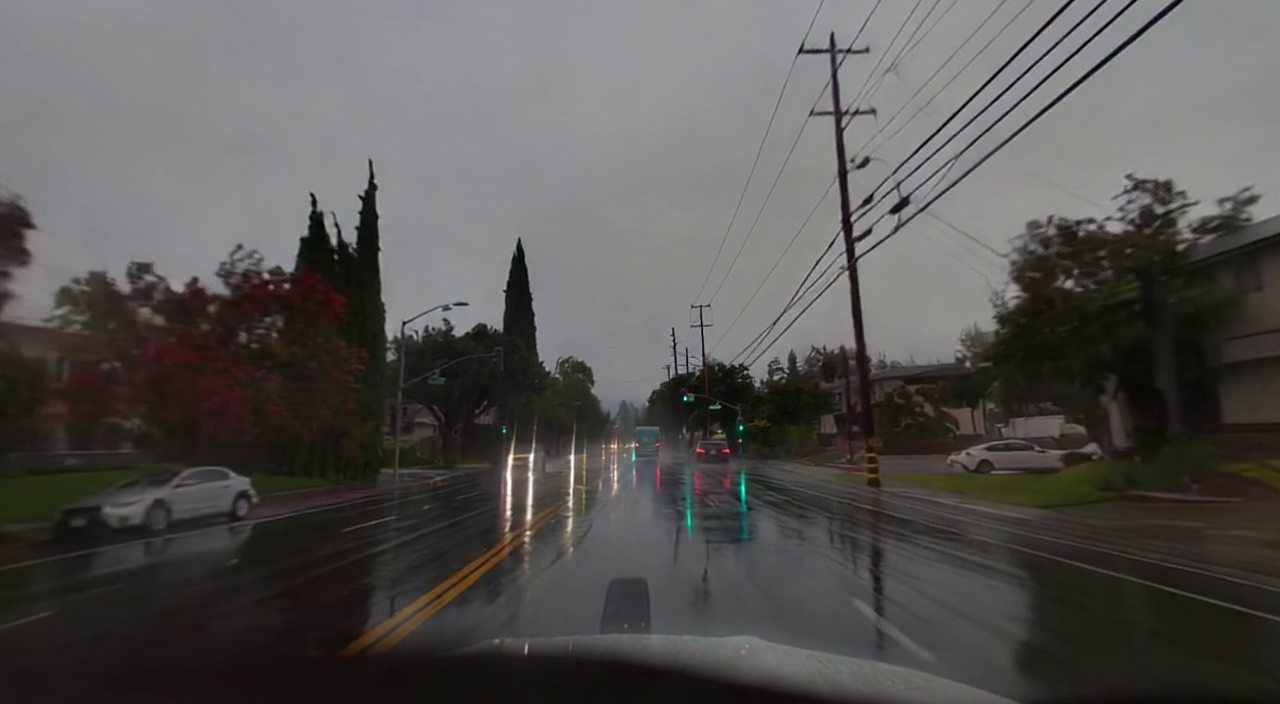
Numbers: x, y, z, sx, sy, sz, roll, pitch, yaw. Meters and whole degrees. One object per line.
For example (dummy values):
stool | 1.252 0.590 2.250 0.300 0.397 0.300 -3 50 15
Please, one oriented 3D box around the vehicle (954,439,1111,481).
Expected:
vehicle | 14.812 4.064 23.937 4.838 1.474 1.873 1 -8 -6

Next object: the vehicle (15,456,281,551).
vehicle | -10.158 3.099 13.656 2.032 1.452 4.656 -2 -7 0

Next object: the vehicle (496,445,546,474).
vehicle | -7.210 6.567 38.679 2.126 1.645 4.493 0 -8 1

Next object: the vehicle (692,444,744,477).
vehicle | 3.756 5.301 31.074 1.951 1.479 4.487 0 -8 -1
